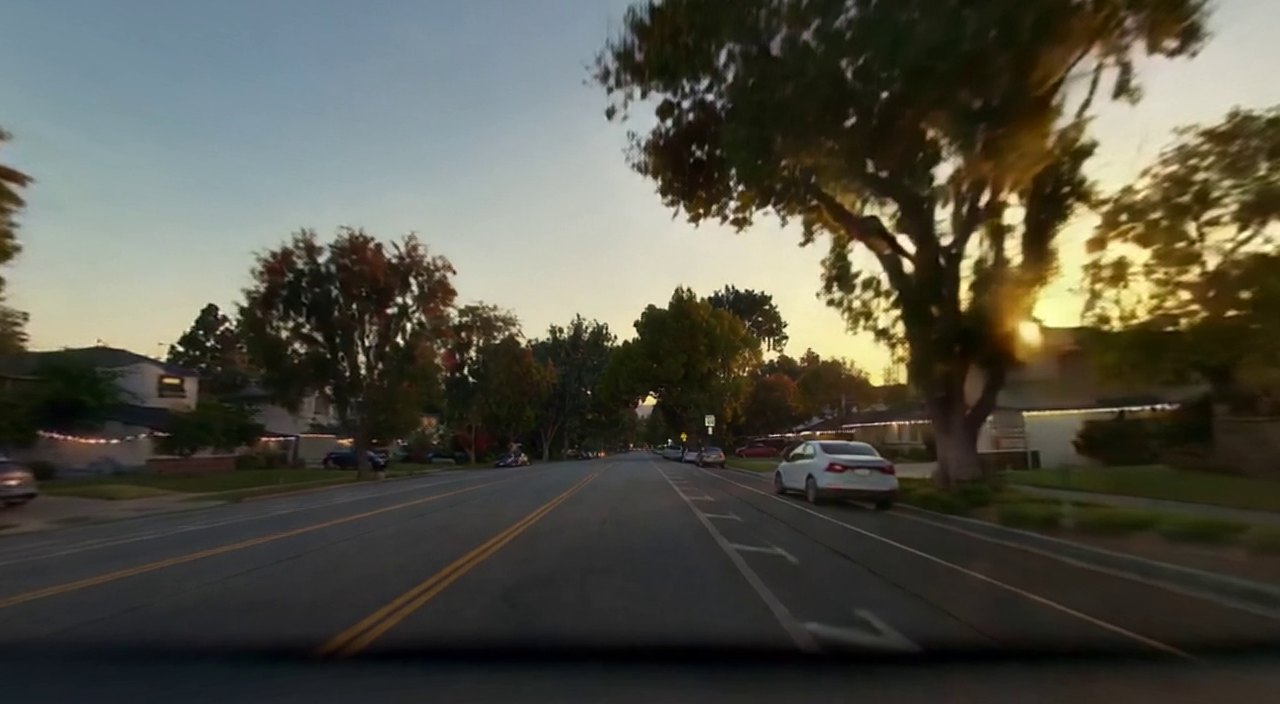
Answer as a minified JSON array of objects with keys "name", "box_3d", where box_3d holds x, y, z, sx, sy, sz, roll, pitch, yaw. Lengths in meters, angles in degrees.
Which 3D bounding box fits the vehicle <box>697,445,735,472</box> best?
[{"name":"vehicle","box_3d":[4.810,6.838,40.402,1.934,1.546,5.009,2,-10,2]}]

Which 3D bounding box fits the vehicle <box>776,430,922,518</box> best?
[{"name":"vehicle","box_3d":[5.029,2.967,15.956,2.082,1.763,4.718,3,-8,0]}]

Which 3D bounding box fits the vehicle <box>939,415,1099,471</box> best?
[{"name":"vehicle","box_3d":[15.747,3.836,26.534,5.096,1.931,2.288,-4,-9,2]}]

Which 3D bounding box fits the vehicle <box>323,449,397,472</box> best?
[{"name":"vehicle","box_3d":[-20.913,8.133,47.290,4.534,1.536,1.952,2,-8,0]}]
